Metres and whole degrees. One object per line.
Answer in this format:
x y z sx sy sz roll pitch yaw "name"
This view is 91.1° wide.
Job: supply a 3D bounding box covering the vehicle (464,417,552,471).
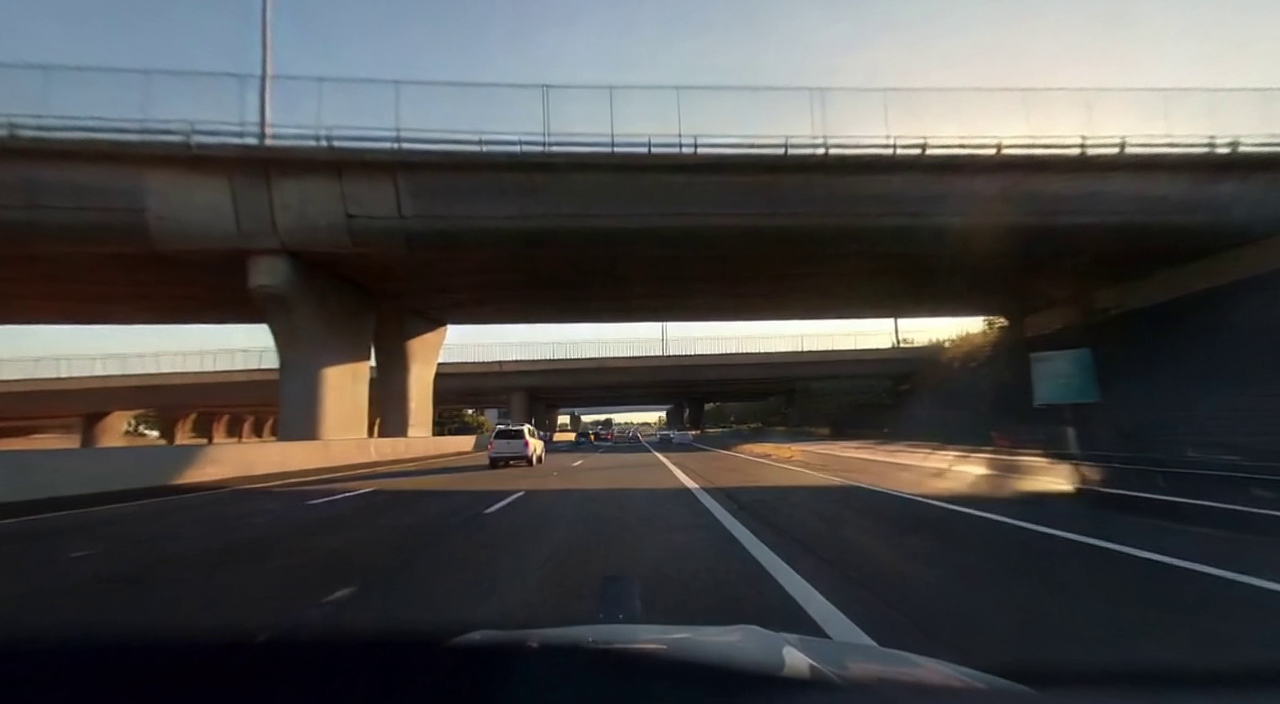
-4.591 3.278 22.680 2.153 1.730 4.772 0 -8 0 "vehicle"
